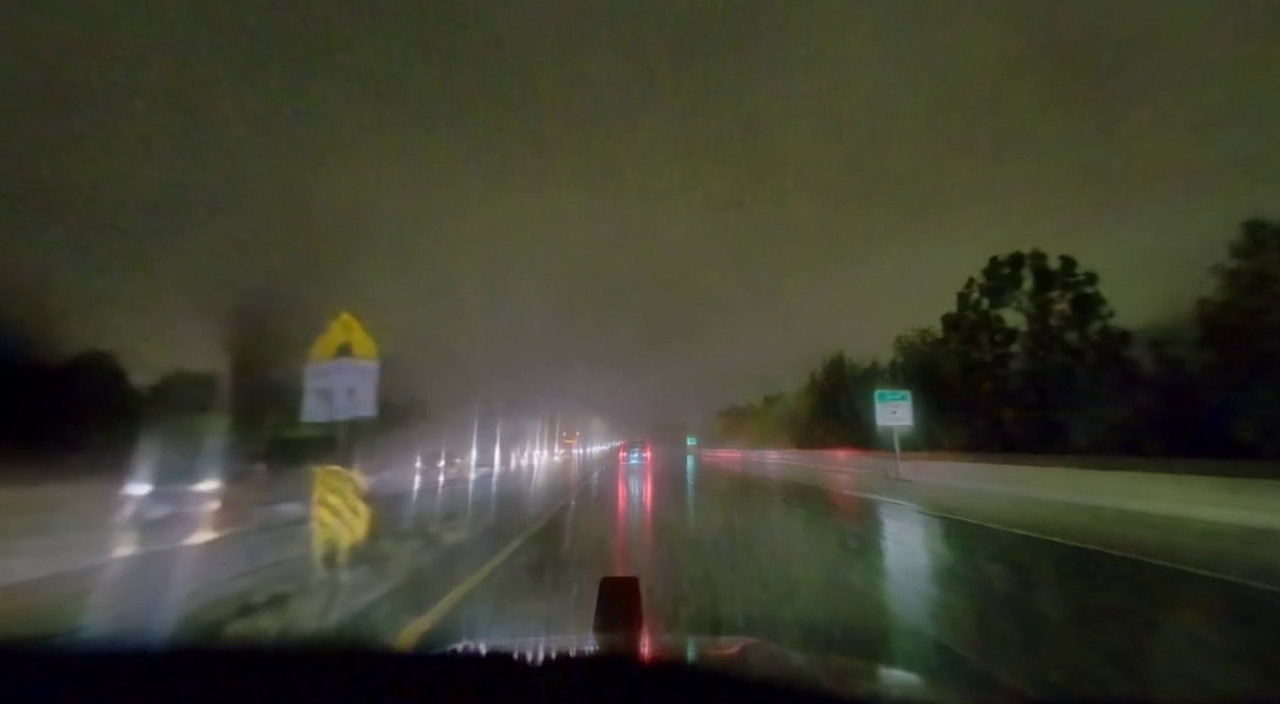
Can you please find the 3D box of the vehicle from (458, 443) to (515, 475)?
[{"bbox_3d":[-8.487,5.944,35.132,2.090,1.653,4.437,0,-9,0],"label":"vehicle"}]

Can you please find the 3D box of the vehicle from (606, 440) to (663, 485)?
[{"bbox_3d":[-0.215,4.091,23.521,1.971,1.518,4.108,0,-9,-1],"label":"vehicle"}]

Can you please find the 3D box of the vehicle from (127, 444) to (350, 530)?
[{"bbox_3d":[-8.413,2.822,13.790,1.977,1.549,4.521,0,-9,-1],"label":"vehicle"}]

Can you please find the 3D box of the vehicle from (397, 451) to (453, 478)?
[{"bbox_3d":[-12.912,6.751,37.924,1.864,1.488,4.473,0,-9,-1],"label":"vehicle"}]
